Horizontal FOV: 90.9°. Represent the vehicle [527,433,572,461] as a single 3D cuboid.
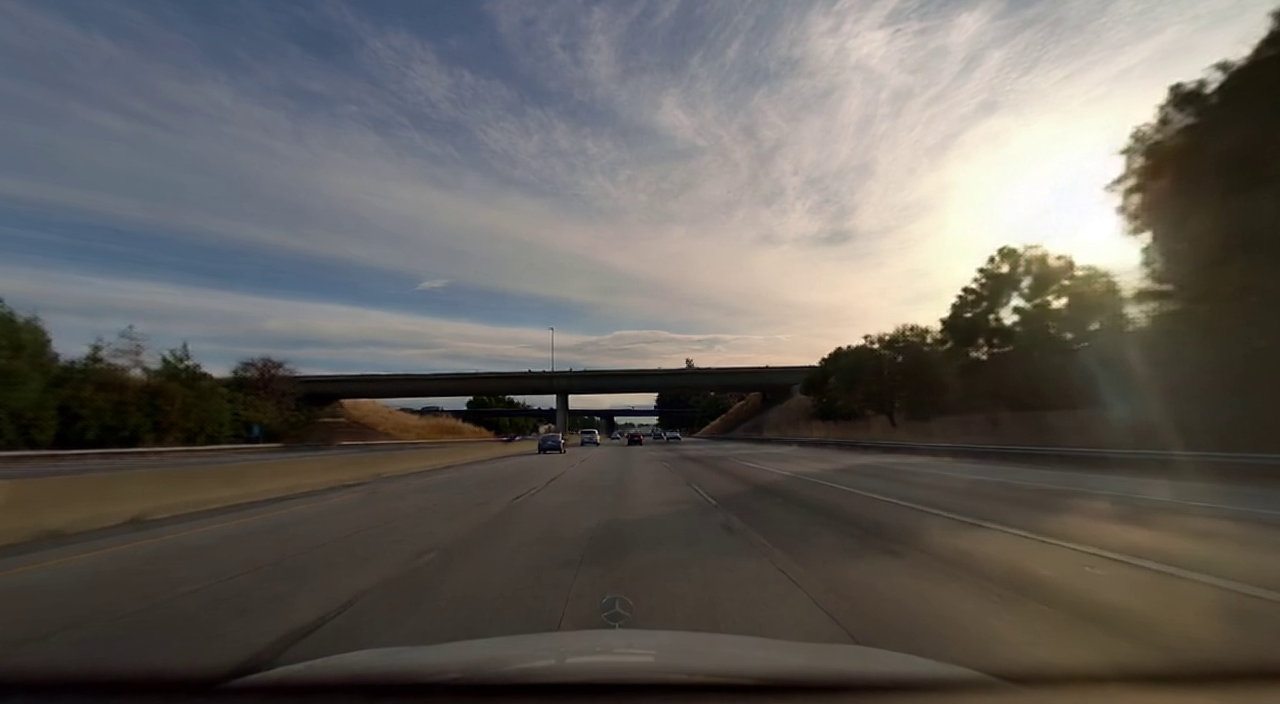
[{"bbox_3d":[-4.900,5.190,34.589,1.933,1.473,4.023,0,-8,0],"label":"vehicle"}]
